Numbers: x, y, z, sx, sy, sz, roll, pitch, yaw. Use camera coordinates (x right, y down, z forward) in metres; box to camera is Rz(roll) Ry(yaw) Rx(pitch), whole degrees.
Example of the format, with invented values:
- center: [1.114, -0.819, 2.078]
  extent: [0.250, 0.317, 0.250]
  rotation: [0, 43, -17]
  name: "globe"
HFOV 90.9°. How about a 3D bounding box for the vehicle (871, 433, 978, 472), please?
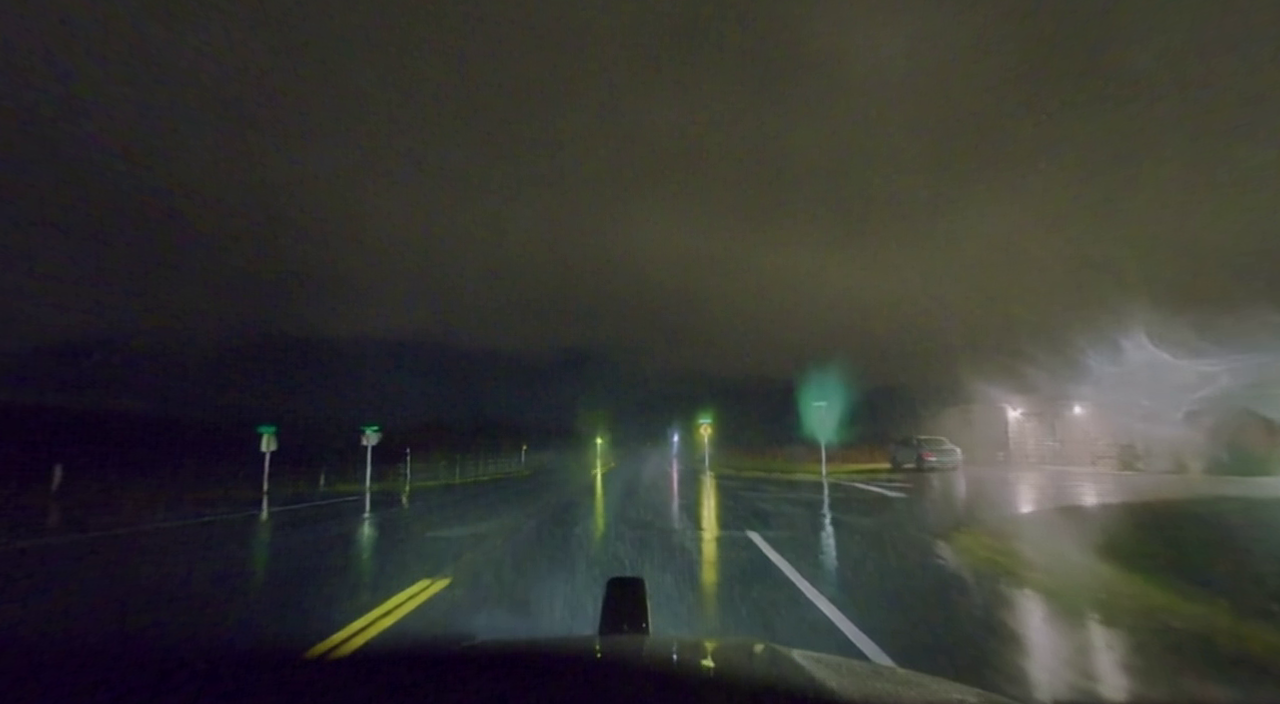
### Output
- center: [14.440, 5.117, 32.350]
  extent: [2.037, 1.829, 4.919]
  rotation: [3, -9, -21]
  name: "vehicle"
